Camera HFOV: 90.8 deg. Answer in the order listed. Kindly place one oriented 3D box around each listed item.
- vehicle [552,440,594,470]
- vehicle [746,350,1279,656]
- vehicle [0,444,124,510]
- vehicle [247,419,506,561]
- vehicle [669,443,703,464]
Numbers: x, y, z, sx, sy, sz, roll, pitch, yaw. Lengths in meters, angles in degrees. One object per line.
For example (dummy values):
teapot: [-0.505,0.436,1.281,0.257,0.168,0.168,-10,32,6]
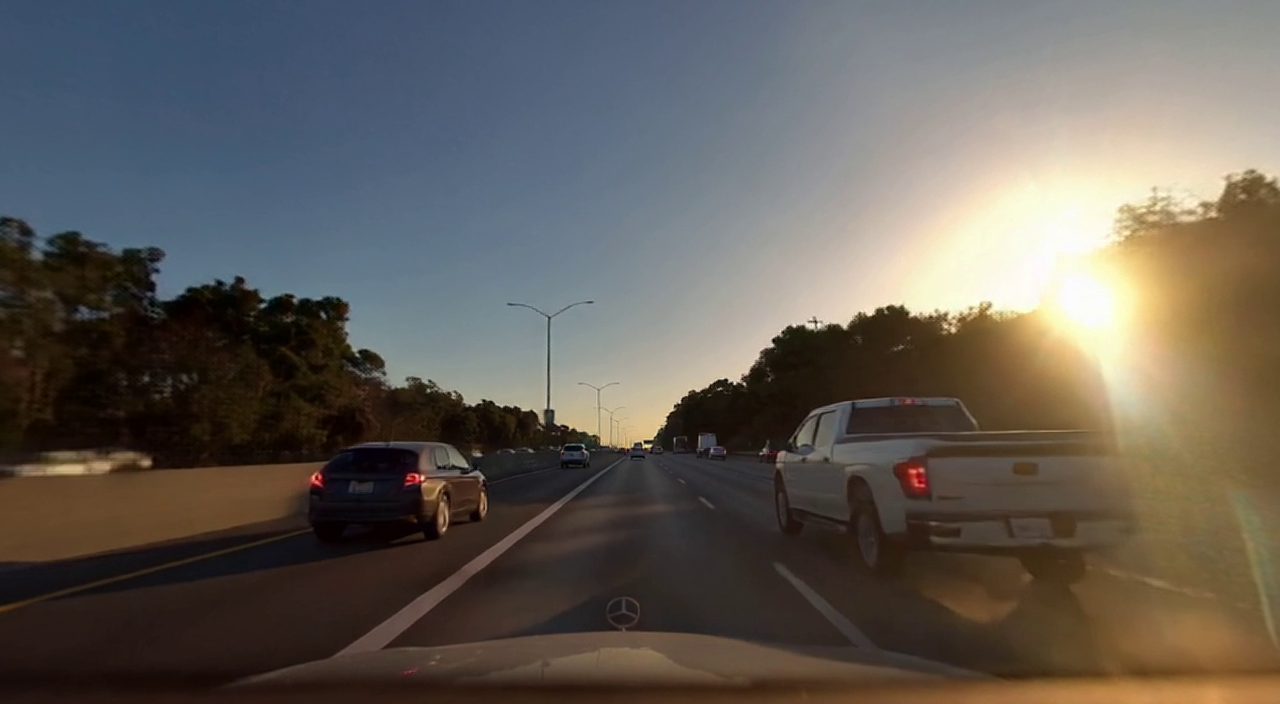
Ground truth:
vehicle: [-3.917,6.122,37.655,1.992,1.651,4.185,0,-8,0]
vehicle: [2.764,1.329,6.772,2.200,1.870,5.649,0,-8,-1]
vehicle: [-16.070,3.169,16.314,1.937,1.535,4.223,0,-8,-1]
vehicle: [-3.585,1.962,9.724,2.119,1.654,4.353,0,-8,0]
vehicle: [3.305,7.413,46.226,2.007,1.469,4.337,0,-8,-1]
